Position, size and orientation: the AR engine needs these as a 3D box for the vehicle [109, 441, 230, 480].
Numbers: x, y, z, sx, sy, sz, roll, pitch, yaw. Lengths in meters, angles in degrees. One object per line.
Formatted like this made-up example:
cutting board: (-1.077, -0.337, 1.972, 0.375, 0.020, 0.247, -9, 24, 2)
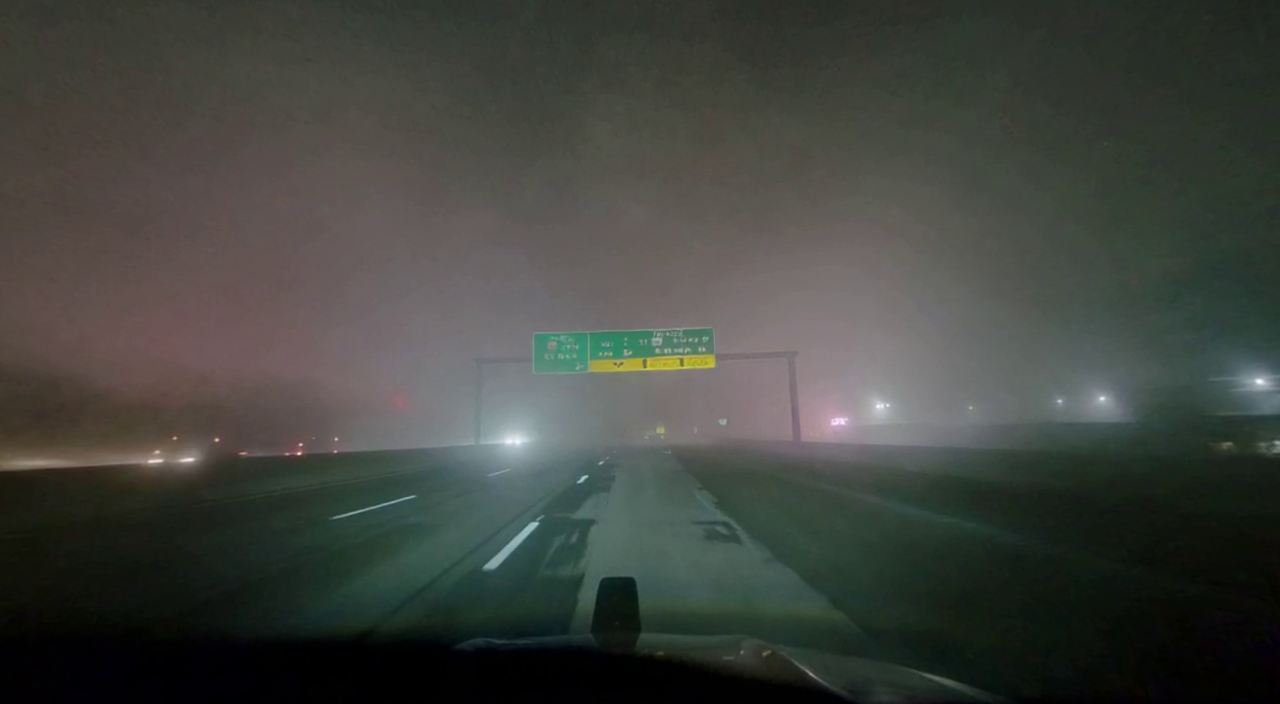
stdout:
vehicle: (-20.064, 4.599, 27.074, 1.877, 1.522, 4.259, 0, -8, 0)
